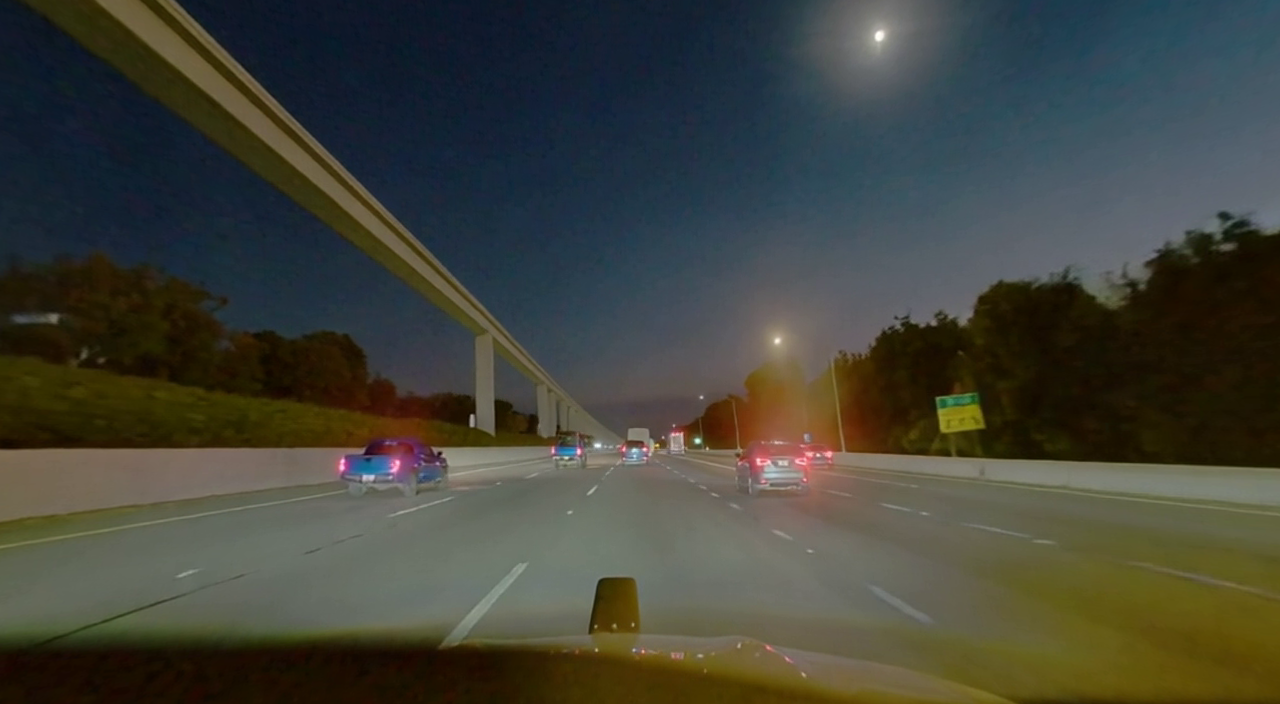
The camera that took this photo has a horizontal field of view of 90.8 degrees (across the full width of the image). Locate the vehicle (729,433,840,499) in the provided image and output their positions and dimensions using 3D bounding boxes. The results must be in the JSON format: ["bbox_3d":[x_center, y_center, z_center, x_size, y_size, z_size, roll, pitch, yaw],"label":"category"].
[{"bbox_3d":[3.944,3.184,18.027,2.119,1.653,4.000,0,-9,-1],"label":"vehicle"}]

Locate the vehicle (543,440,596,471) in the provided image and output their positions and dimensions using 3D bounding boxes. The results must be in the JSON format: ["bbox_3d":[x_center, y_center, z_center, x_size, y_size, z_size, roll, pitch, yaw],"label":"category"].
[{"bbox_3d":[-4.084,6.112,37.595,2.535,1.715,5.030,0,-9,0],"label":"vehicle"}]

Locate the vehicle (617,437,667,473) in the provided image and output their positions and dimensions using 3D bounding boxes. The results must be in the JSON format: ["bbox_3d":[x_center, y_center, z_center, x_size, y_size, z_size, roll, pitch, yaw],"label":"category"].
[{"bbox_3d":[0.089,5.776,35.686,2.572,1.837,5.693,0,-9,0],"label":"vehicle"}]

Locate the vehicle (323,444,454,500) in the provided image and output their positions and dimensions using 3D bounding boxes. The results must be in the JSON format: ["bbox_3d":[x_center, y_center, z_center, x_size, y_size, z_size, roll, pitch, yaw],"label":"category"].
[{"bbox_3d":[-7.204,3.458,18.682,1.947,1.444,4.595,0,-9,0],"label":"vehicle"}]
